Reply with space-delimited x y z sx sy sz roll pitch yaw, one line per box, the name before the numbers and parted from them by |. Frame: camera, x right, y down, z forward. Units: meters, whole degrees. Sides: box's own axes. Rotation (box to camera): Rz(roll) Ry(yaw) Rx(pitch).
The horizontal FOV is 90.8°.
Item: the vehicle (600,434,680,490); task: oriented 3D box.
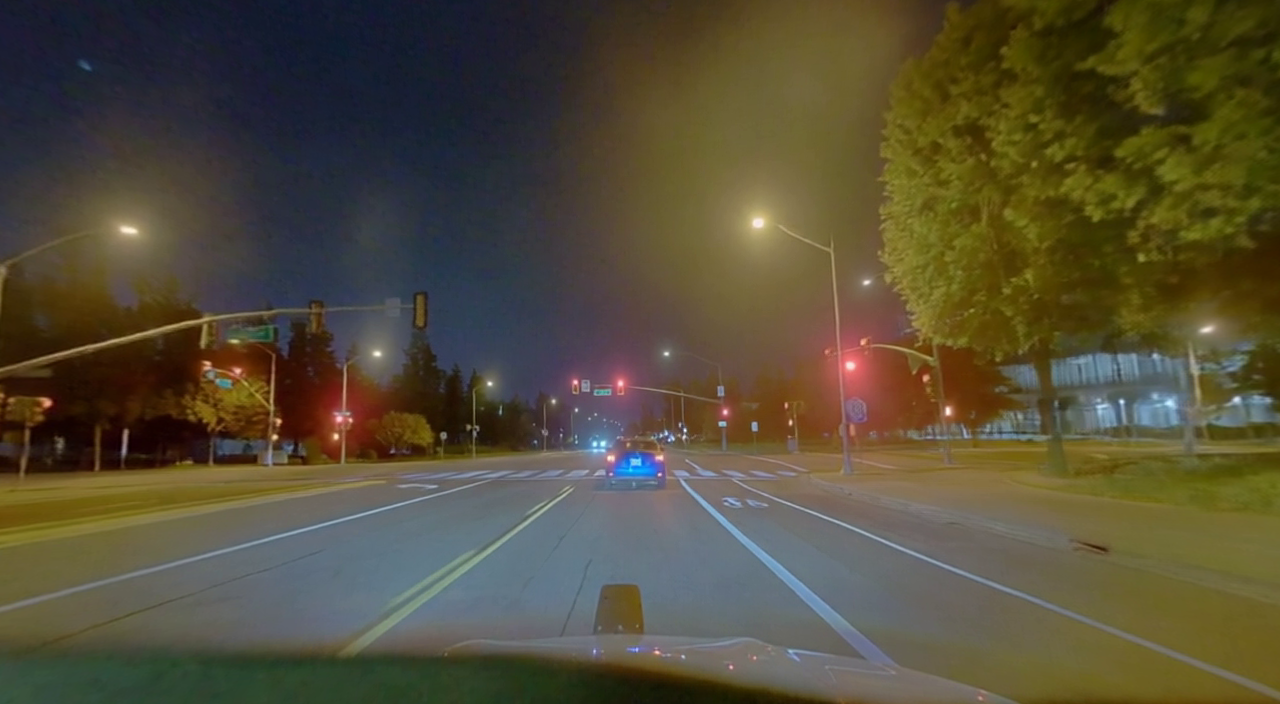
vehicle | -0.037 3.222 18.764 2.107 1.470 3.974 0 -9 -1
